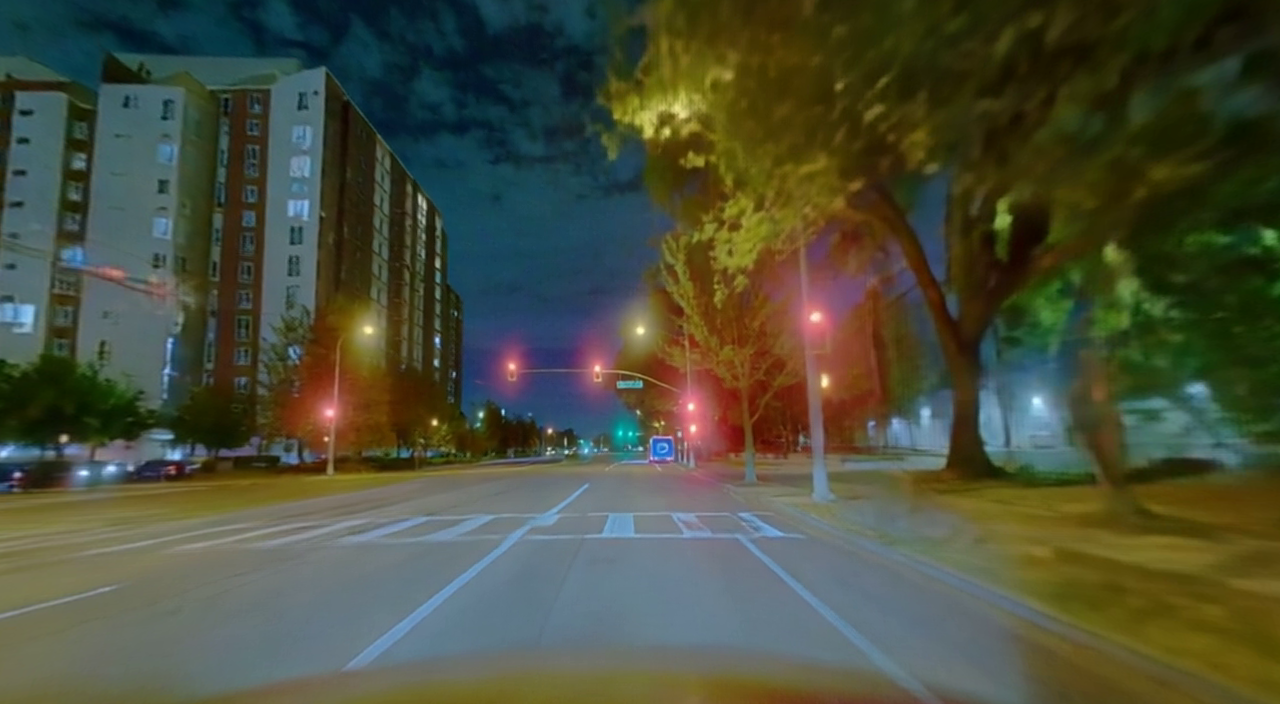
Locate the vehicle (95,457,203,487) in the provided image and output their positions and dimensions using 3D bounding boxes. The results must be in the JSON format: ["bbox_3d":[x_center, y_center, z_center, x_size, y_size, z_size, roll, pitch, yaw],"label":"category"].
[{"bbox_3d":[-26.344,6.455,33.996,4.153,1.493,1.808,0,-9,-2],"label":"vehicle"}]

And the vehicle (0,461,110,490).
[{"bbox_3d":[-31.442,6.587,33.824,4.453,1.441,1.770,0,-9,-1],"label":"vehicle"}]
